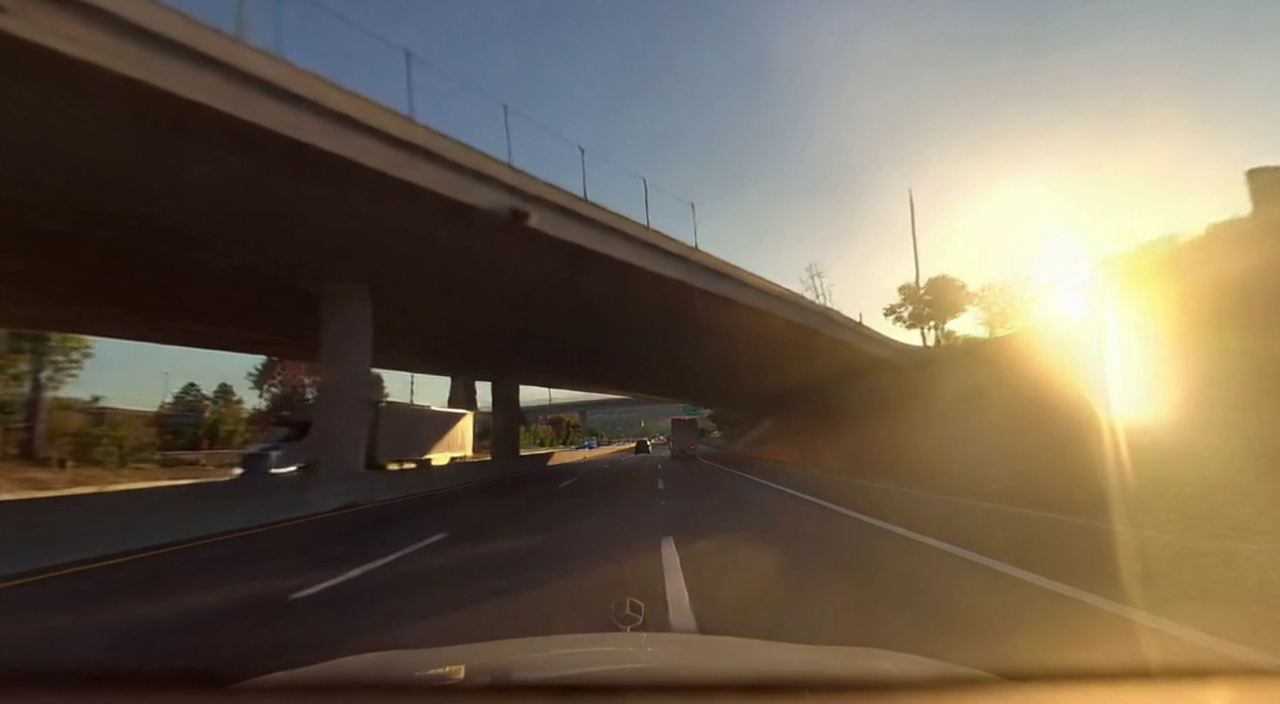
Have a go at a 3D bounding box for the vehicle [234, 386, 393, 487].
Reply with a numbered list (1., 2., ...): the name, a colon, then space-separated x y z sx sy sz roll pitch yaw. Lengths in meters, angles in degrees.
1. vehicle: -14.795 3.980 29.533 3.082 4.101 7.563 0 -8 2
